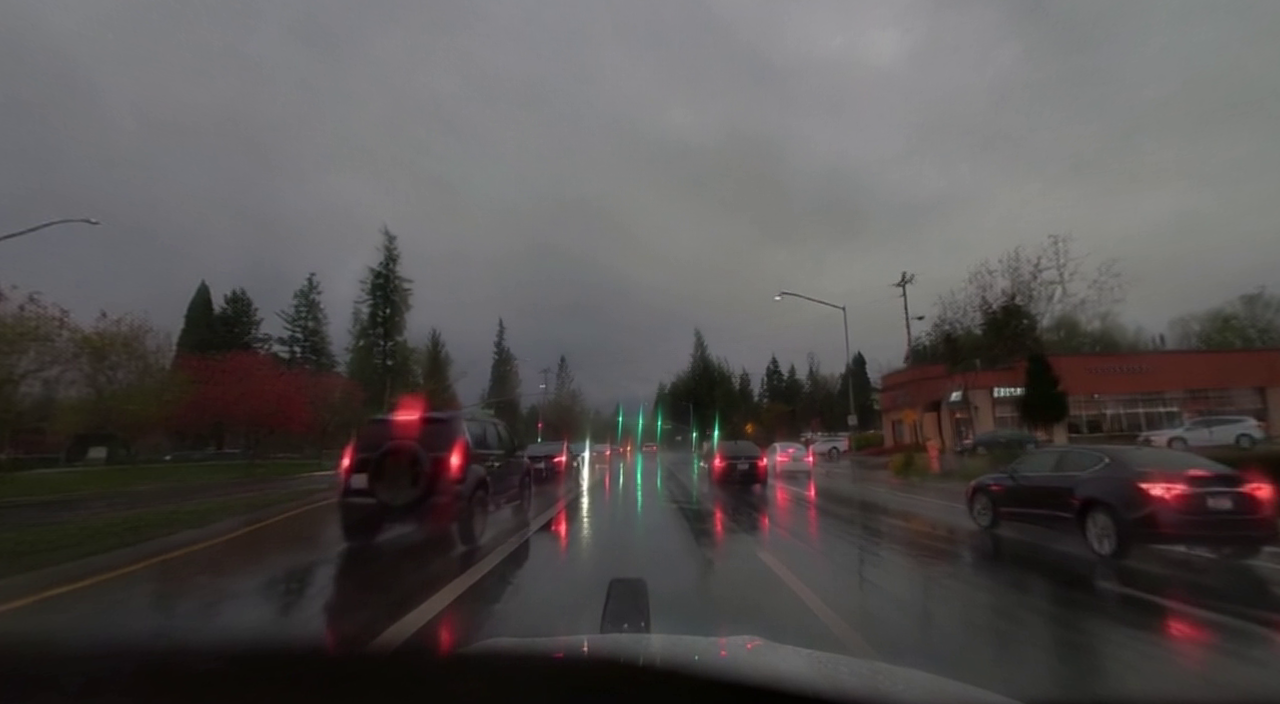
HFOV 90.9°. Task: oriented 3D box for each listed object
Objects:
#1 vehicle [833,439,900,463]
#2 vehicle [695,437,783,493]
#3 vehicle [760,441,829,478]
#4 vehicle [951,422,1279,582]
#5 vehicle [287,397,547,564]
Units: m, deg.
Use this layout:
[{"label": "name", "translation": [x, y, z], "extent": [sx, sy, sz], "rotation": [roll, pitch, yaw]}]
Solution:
[{"label": "vehicle", "translation": [16.258, 7.109, 45.182], "extent": [4.337, 1.614, 2.043], "rotation": [4, -10, -29]}, {"label": "vehicle", "translation": [2.885, 3.429, 19.393], "extent": [2.004, 1.512, 4.206], "rotation": [0, -9, 0]}, {"label": "vehicle", "translation": [7.095, 4.987, 29.547], "extent": [2.070, 1.547, 4.941], "rotation": [0, -9, 1]}, {"label": "vehicle", "translation": [6.371, 1.825, 8.563], "extent": [1.881, 1.540, 4.750], "rotation": [0, -9, 1]}, {"label": "vehicle", "translation": [-2.761, 1.738, 9.143], "extent": [2.117, 1.799, 4.442], "rotation": [0, -9, 0]}]
